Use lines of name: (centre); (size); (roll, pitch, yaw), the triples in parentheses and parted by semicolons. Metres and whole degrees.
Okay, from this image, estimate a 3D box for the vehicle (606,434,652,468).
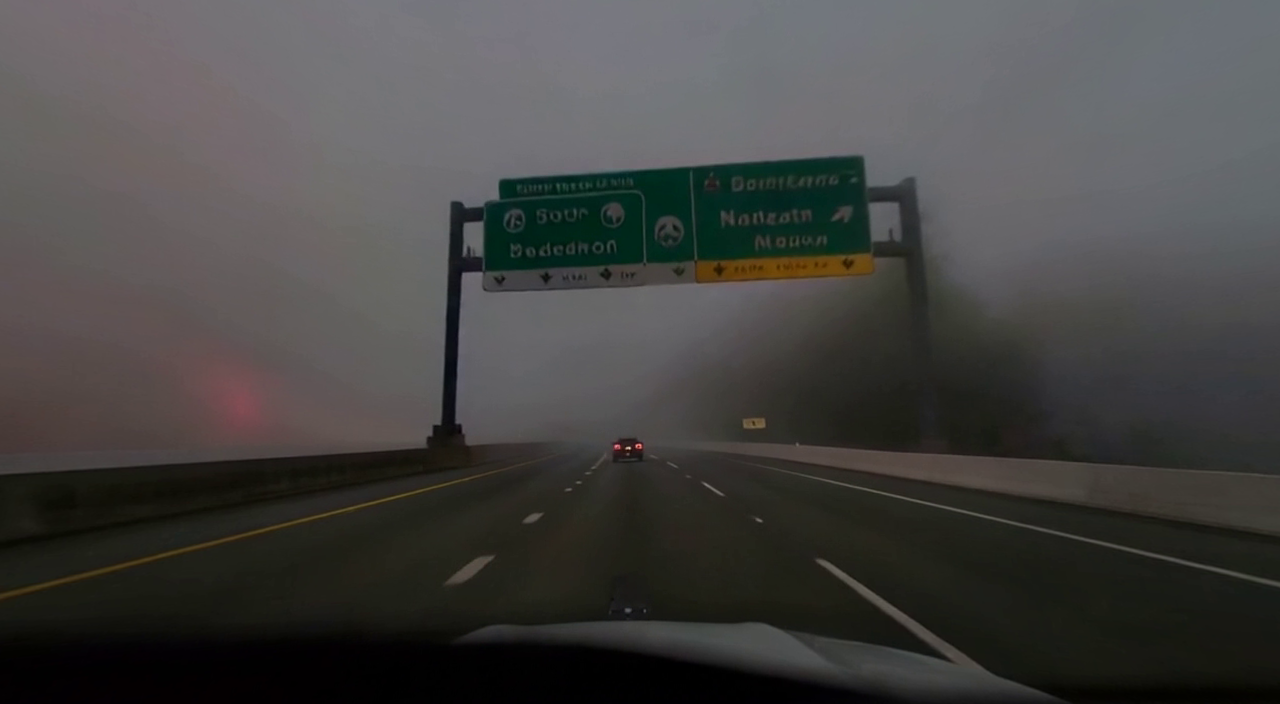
vehicle: (-0.510, 4.894, 31.234); (2.130, 1.512, 4.057); (0, -8, 0)
